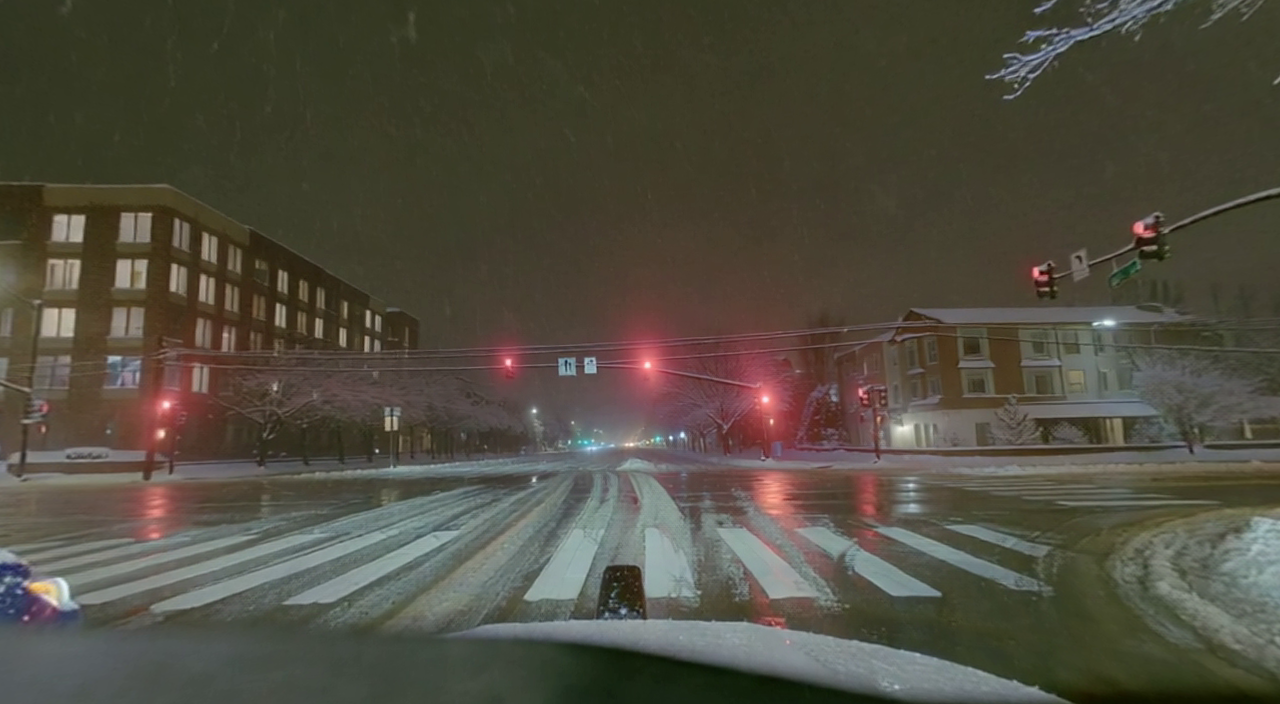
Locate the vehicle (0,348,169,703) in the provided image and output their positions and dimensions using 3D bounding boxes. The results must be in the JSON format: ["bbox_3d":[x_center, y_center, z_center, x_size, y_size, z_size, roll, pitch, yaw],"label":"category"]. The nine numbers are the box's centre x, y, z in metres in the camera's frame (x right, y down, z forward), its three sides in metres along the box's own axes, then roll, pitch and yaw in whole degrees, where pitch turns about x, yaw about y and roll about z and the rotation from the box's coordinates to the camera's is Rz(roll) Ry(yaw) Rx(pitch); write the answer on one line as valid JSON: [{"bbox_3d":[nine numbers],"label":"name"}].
[{"bbox_3d":[-3.632,0.618,1.052,2.109,1.692,4.587,0,-8,0],"label":"vehicle"}]
